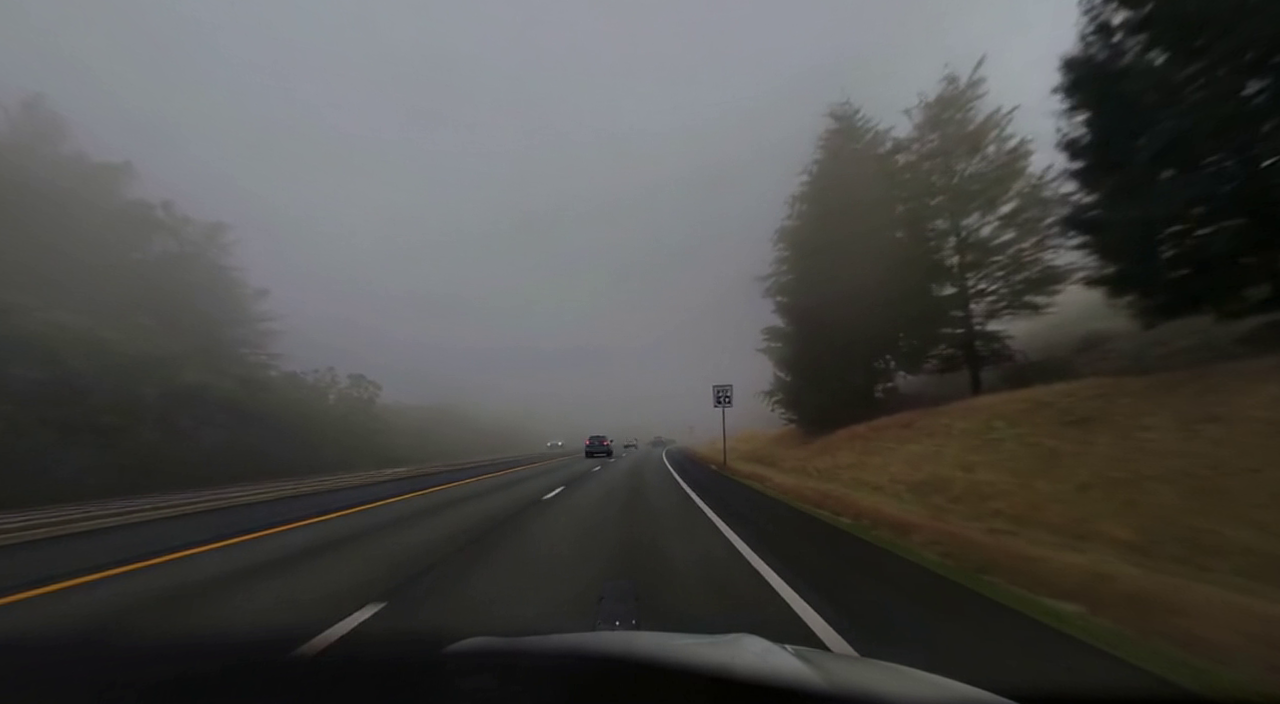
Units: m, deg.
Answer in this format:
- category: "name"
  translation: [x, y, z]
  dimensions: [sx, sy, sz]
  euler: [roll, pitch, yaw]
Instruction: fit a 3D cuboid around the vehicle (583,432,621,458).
- category: "vehicle"
  translation: [-2.494, 6.223, 42.272]
  dimensions: [2.123, 1.629, 4.180]
  euler: [0, -8, 2]
